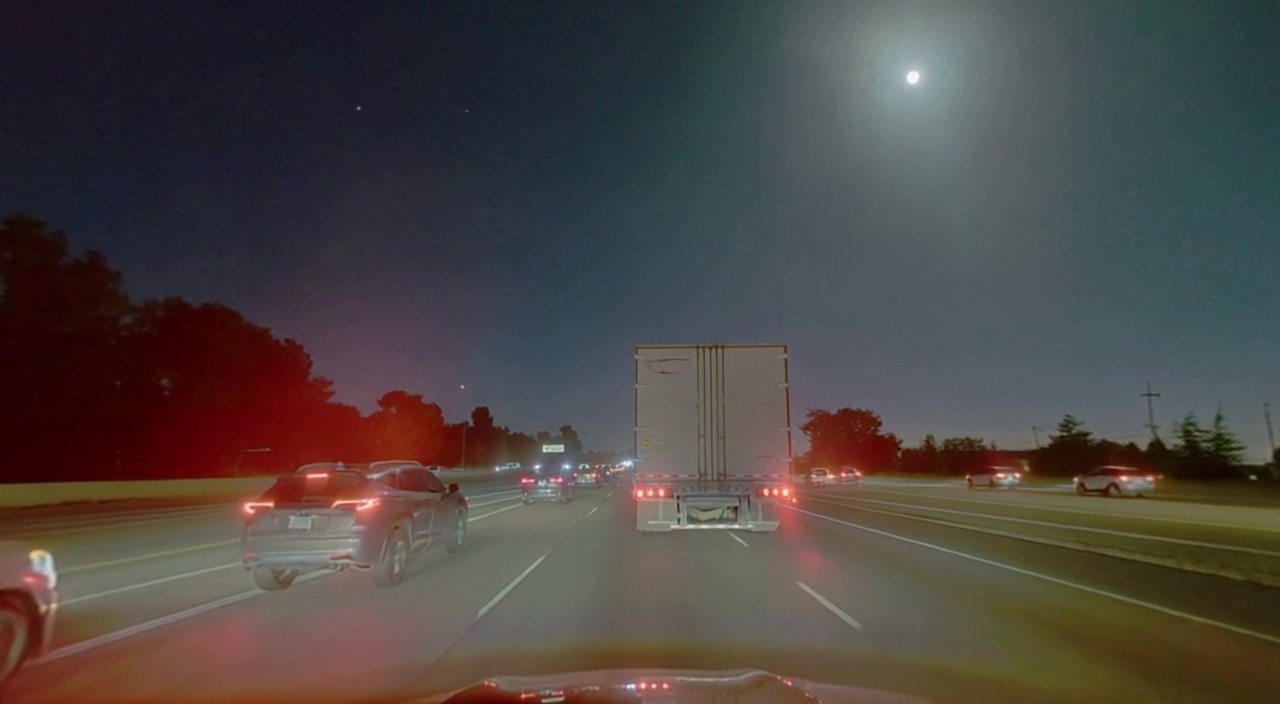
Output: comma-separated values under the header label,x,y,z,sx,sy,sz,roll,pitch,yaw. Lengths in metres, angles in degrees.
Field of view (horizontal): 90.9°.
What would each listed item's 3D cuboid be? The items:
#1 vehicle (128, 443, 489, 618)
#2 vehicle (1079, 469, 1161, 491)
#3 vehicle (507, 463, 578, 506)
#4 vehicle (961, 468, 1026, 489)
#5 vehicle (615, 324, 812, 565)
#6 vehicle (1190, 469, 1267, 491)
label,x,y,z,sx,sy,sz,roll,pitch,yaw
vehicle,-3.517,2.026,8.011,1.983,1.509,4.679,1,-11,1
vehicle,34.725,9.278,45.683,4.299,1.465,1.807,-1,-11,8
vehicle,-3.672,5.127,24.600,1.964,1.482,4.371,0,-11,1
vehicle,27.471,9.833,49.053,4.107,1.485,1.796,-4,-11,21
vehicle,1.054,2.111,13.669,2.831,3.529,8.689,1,-11,0
vehicle,42.537,9.251,45.567,3.974,1.485,1.709,1,-11,-4
